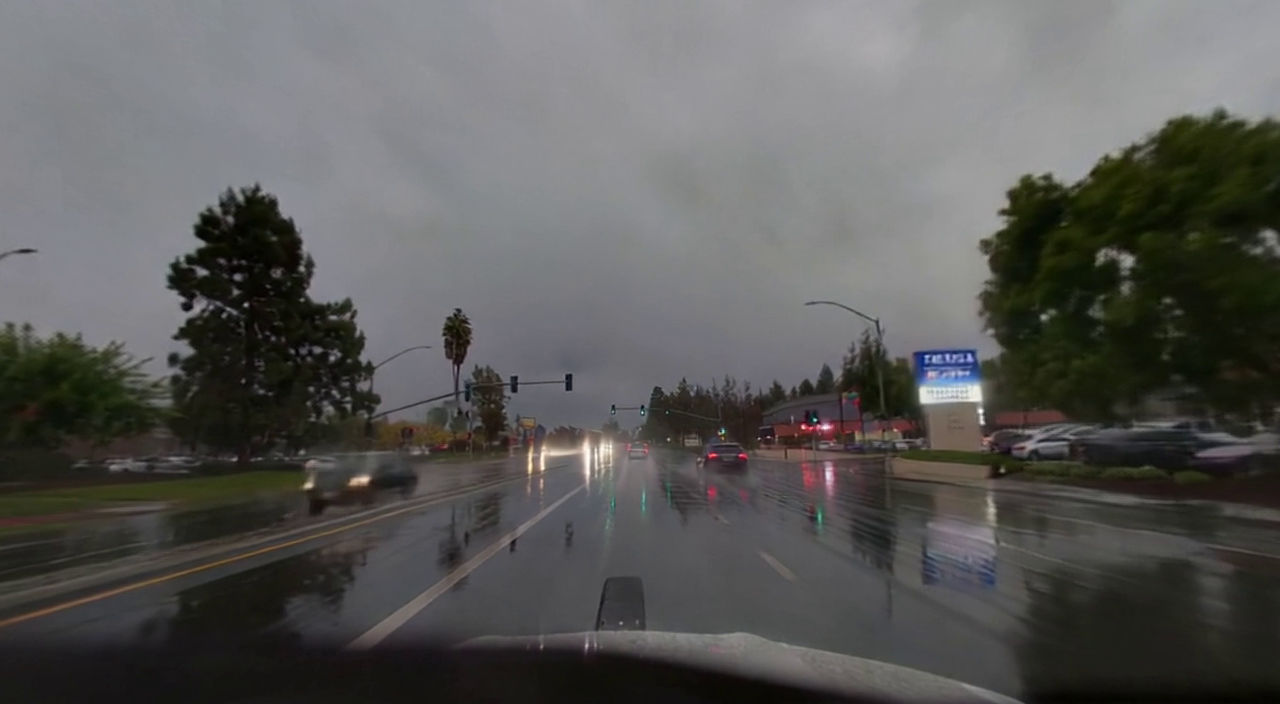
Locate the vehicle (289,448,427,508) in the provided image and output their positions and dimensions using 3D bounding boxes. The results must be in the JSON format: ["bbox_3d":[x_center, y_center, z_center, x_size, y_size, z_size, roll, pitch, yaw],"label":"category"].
[{"bbox_3d":[-8.217,3.687,18.989,1.990,1.534,4.630,0,-9,0],"label":"vehicle"}]

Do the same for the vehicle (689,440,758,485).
[{"bbox_3d":[3.241,4.407,25.498,2.022,1.643,4.326,0,-9,-2],"label":"vehicle"}]

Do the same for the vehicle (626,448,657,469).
[{"bbox_3d":[0.071,7.699,45.890,2.135,1.468,4.076,0,-9,-1],"label":"vehicle"}]
